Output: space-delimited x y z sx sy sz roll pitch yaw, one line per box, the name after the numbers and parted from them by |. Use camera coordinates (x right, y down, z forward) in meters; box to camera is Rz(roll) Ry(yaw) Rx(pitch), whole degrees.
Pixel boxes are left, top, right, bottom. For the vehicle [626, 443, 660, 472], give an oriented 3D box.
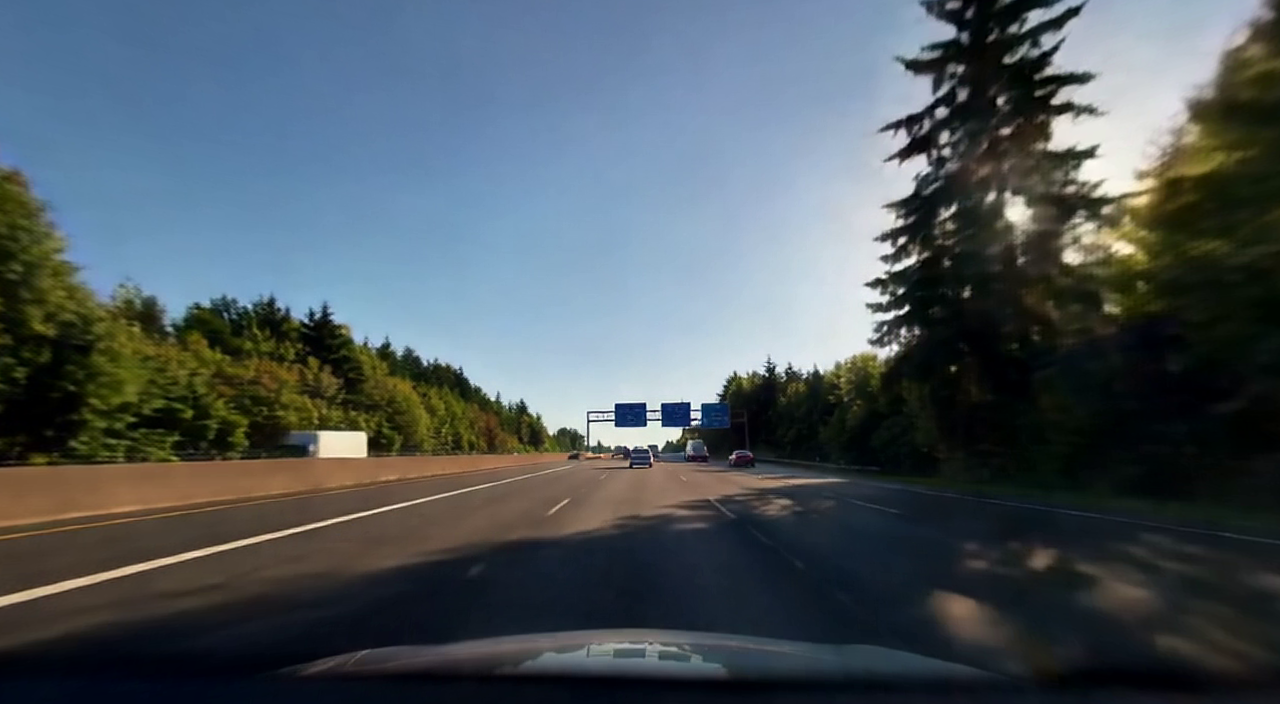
0.205 7.097 42.595 2.167 1.847 4.097 0 -9 0 | vehicle

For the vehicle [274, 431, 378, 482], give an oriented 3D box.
-18.246 6.122 37.190 2.512 2.670 6.751 0 -9 1 | vehicle
